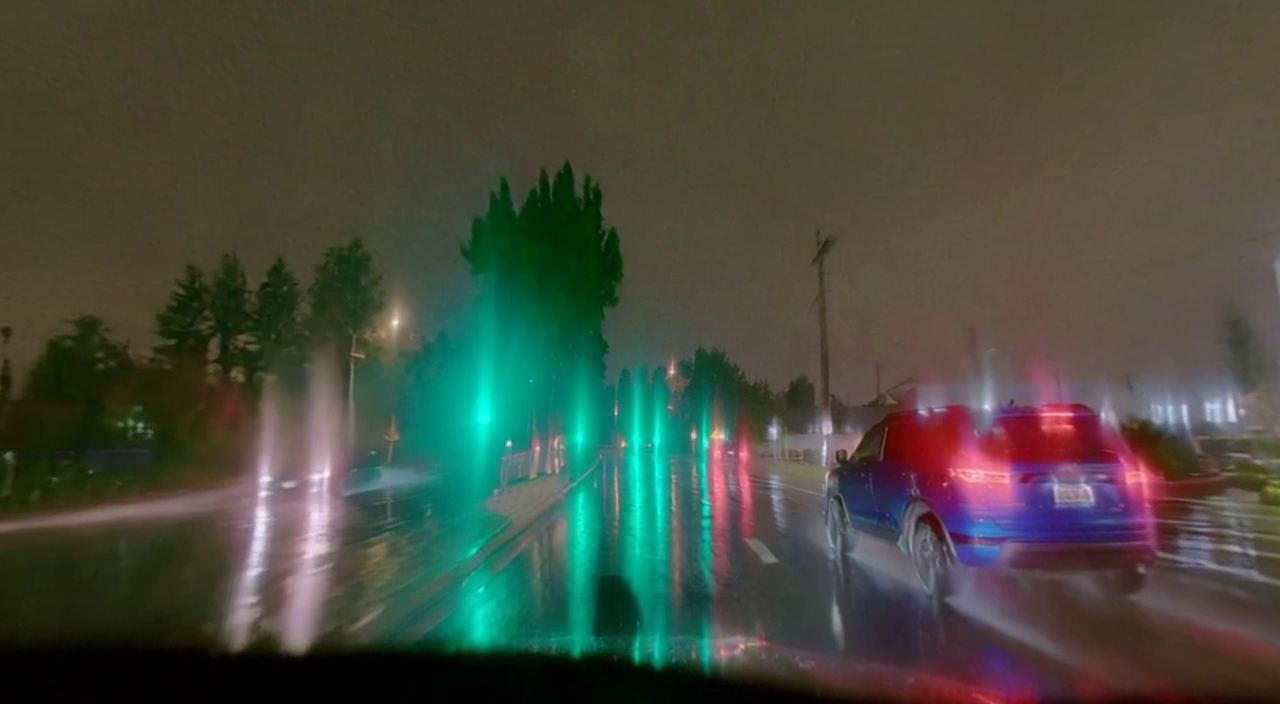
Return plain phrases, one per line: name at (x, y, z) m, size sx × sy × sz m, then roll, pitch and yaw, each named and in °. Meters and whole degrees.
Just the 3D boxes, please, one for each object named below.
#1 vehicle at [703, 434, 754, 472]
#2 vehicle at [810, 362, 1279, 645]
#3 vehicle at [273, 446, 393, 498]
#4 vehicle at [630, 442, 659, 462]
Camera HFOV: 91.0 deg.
vehicle at (4.506, 5.241, 32.889) m, size 2.085 × 1.828 × 5.383 m, roll 0°, pitch -8°, yaw 3°
vehicle at (3.374, 1.317, 6.419) m, size 2.033 × 1.865 × 4.360 m, roll 0°, pitch -8°, yaw 0°
vehicle at (-9.772, 3.802, 20.455) m, size 1.932 × 1.483 × 4.246 m, roll 1°, pitch -8°, yaw -3°
vehicle at (0.332, 7.700, 48.565) m, size 2.131 × 1.474 × 4.146 m, roll 0°, pitch -8°, yaw 1°
